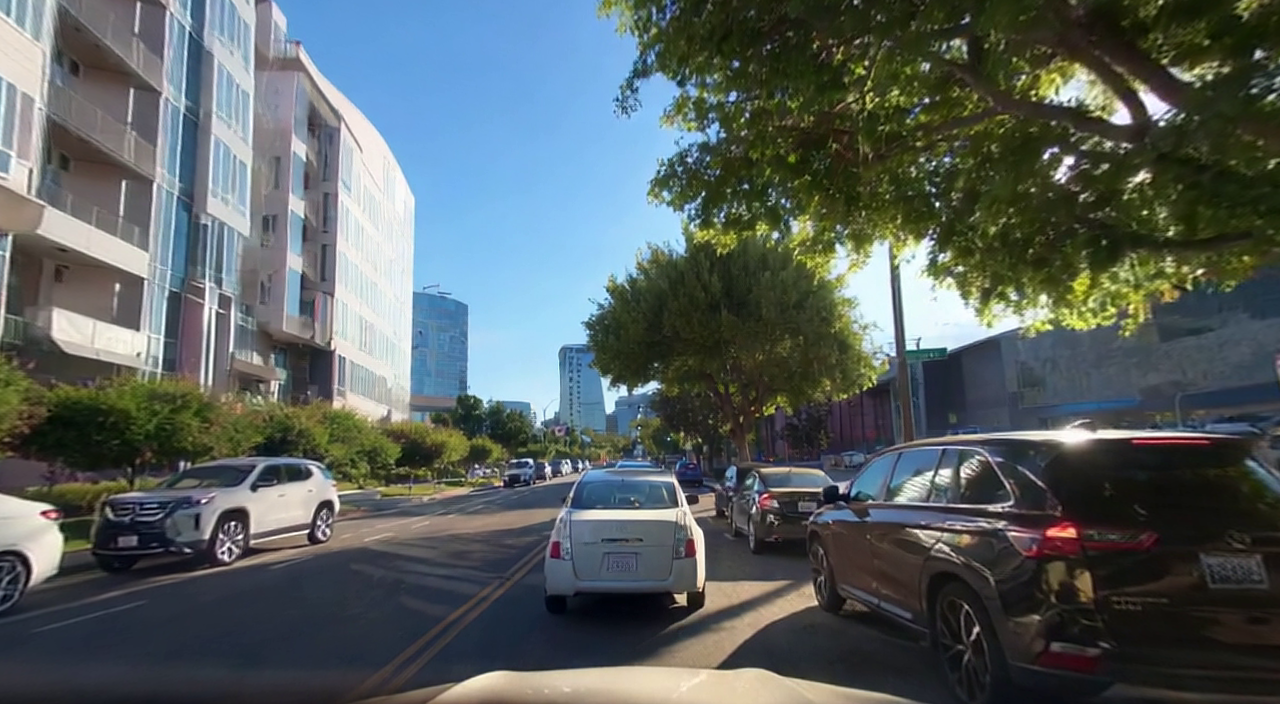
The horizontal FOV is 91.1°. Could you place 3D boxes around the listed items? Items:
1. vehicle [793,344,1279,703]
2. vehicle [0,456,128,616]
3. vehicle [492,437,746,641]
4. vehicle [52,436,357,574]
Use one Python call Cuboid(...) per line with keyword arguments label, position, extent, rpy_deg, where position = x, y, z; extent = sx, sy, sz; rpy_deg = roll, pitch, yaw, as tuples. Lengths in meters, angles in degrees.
Cuboid(label="vehicle", position=(2.717, 1.327, 4.952), extent=(1.868, 1.920, 4.501), rpy_deg=(1, -10, 0))
Cuboid(label="vehicle", position=(-6.953, 1.581, 5.158), extent=(1.900, 1.471, 4.202), rpy_deg=(1, -10, 0))
Cuboid(label="vehicle", position=(-0.148, 1.834, 6.925), extent=(2.018, 1.583, 3.646), rpy_deg=(1, -10, 0))
Cuboid(label="vehicle", position=(-6.822, 2.515, 10.681), extent=(1.994, 1.701, 4.520), rpy_deg=(-3, -12, -1))
